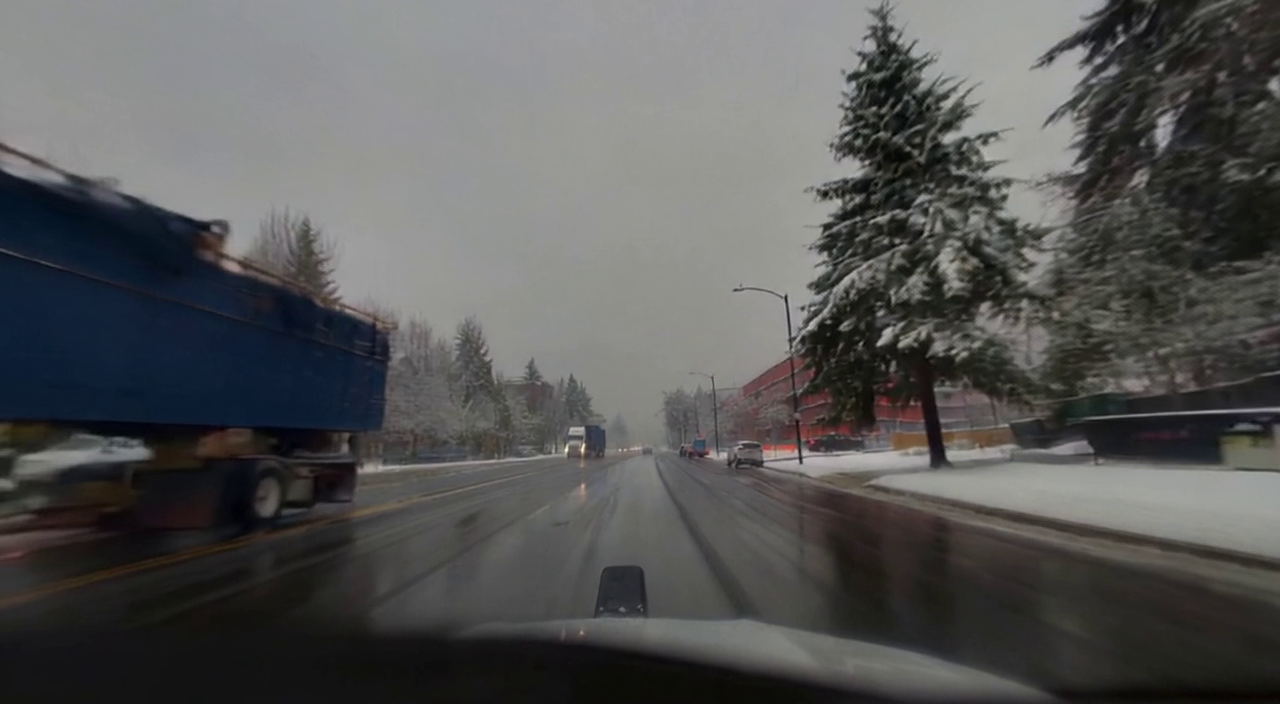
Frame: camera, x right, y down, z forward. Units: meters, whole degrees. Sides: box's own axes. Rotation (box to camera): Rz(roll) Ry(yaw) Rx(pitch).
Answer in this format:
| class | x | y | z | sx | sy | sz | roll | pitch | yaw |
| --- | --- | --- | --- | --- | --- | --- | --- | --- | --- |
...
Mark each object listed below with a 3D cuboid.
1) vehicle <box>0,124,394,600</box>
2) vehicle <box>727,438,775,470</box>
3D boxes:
| class | x | y | z | sx | sy | sz | roll | pitch | yaw |
| --- | --- | --- | --- | --- | --- | --- | --- | --- | --- |
| vehicle | -7.171 | 0.361 | 7.525 | 2.815 | 4.259 | 13.345 | 0 | -8 | 1 |
| vehicle | 6.982 | 6.477 | 39.970 | 2.169 | 1.880 | 4.849 | 0 | -9 | 0 |
